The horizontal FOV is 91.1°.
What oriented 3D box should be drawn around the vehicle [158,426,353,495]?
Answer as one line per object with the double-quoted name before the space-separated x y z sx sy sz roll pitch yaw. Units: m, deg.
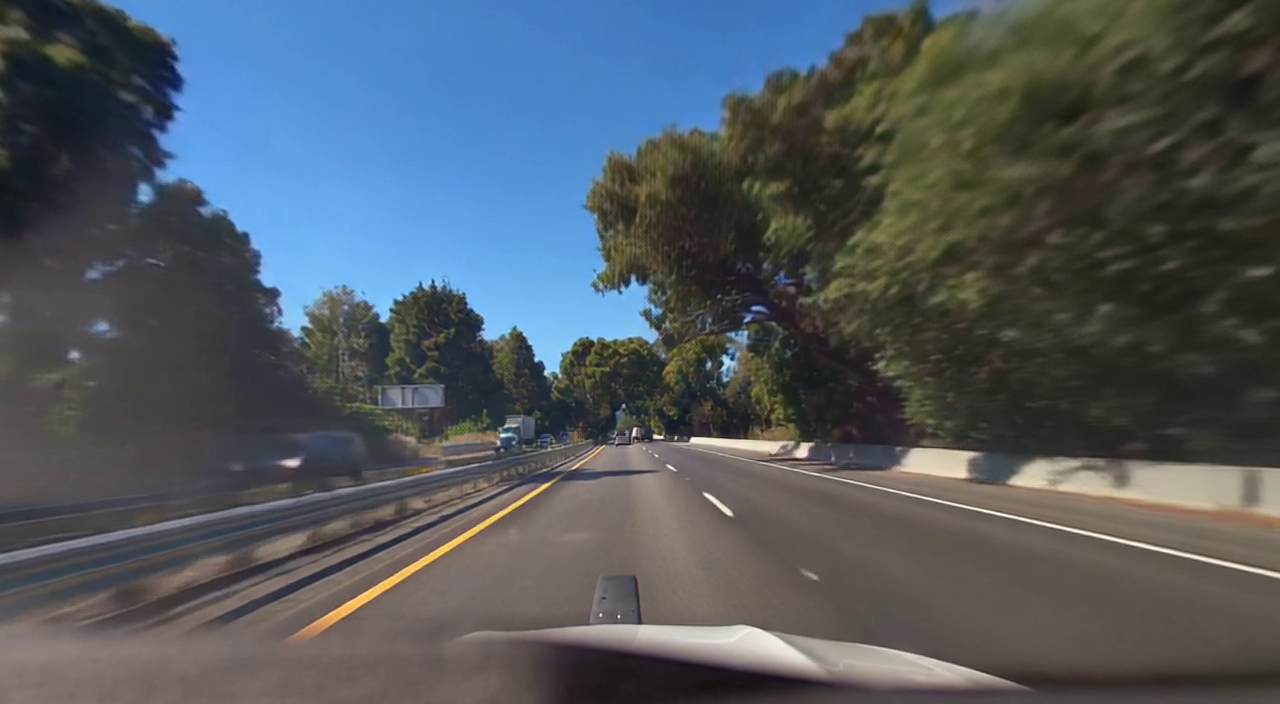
"vehicle" -10.208 2.895 17.275 2.498 1.625 4.617 0 -8 -1
